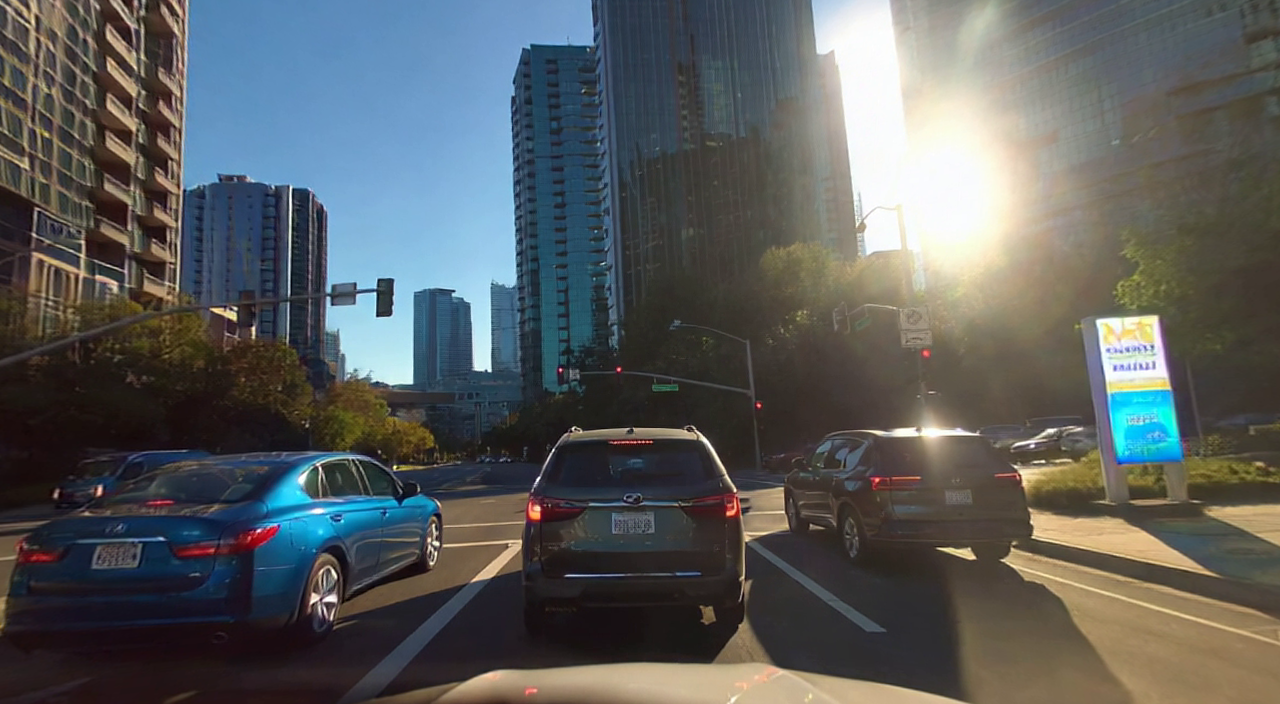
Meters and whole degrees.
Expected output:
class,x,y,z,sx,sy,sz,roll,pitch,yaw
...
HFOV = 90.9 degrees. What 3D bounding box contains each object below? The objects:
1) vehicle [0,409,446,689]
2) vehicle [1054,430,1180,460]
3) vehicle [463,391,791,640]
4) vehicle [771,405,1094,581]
class,x,y,z,sx,sy,sz,roll,pitch,yaw
vehicle,-3.544,1.420,5.825,1.906,1.524,4.547,0,-8,2
vehicle,23.916,4.678,31.713,4.723,1.460,1.904,0,-8,0
vehicle,-0.098,1.414,6.439,2.195,1.662,4.262,0,-8,0
vehicle,3.221,1.662,8.256,2.004,1.646,4.554,0,-8,0
